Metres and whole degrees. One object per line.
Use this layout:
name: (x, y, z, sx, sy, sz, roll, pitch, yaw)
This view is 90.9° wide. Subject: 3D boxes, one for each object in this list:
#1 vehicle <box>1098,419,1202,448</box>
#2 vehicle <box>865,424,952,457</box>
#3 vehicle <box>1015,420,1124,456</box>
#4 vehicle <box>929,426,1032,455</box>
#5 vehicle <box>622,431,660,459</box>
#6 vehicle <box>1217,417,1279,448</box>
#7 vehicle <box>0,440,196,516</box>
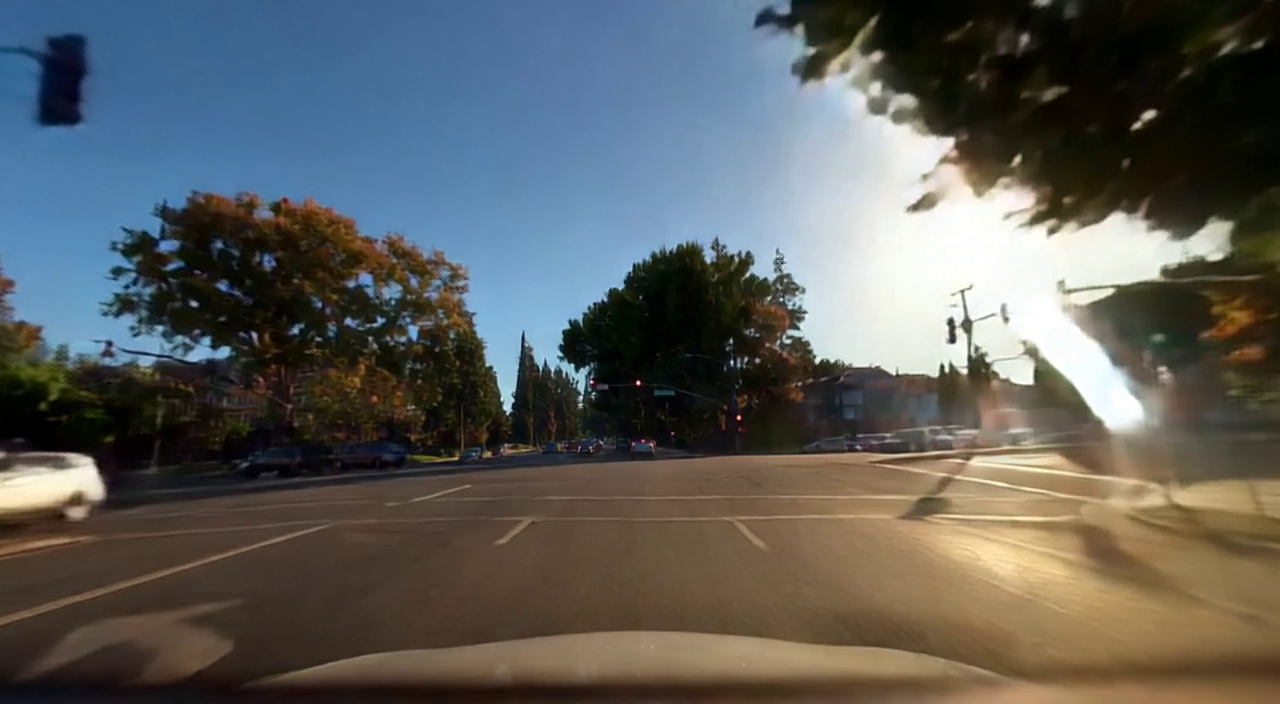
vehicle: (35.102, 5.622, 43.496, 5.343, 1.946, 2.031, 0, -8, 1)
vehicle: (17.366, 5.732, 40.887, 4.554, 1.704, 2.121, -6, -7, 1)
vehicle: (25.231, 5.060, 37.144, 4.897, 1.637, 1.895, -5, -8, 1)
vehicle: (18.475, 4.823, 34.352, 4.474, 1.482, 1.937, 0, -8, 1)
vehicle: (0.070, 6.221, 42.169, 2.437, 1.737, 4.420, 0, -8, 0)
vehicle: (34.482, 4.355, 34.001, 4.586, 1.634, 2.107, 0, -8, 1)
vehicle: (-14.972, 3.306, 17.290, 2.138, 1.761, 4.611, 0, -8, 1)
